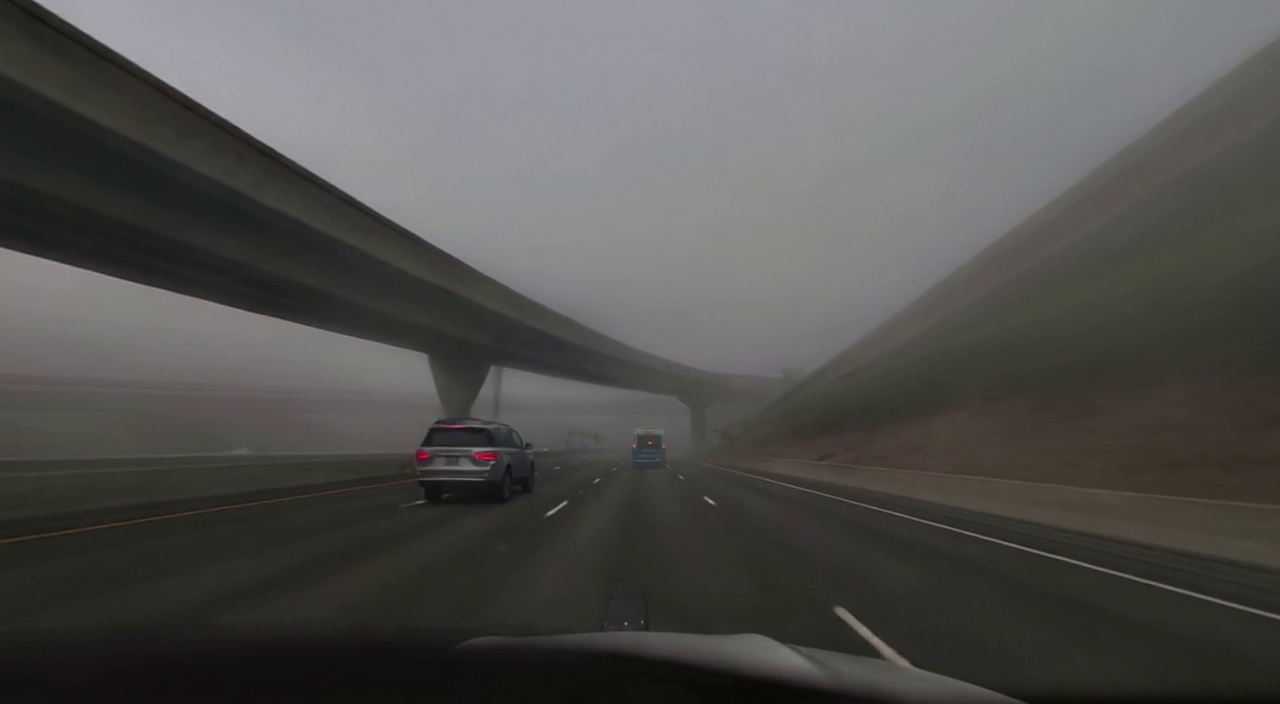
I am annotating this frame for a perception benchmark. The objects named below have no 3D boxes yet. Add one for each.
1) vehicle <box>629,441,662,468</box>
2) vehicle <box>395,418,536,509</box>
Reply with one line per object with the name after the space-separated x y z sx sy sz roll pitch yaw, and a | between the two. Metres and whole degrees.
0.369 6.840 42.192 2.052 1.711 4.223 -1 -9 0 | vehicle
-4.150 2.761 16.012 2.147 1.918 4.834 -1 -9 1 | vehicle
